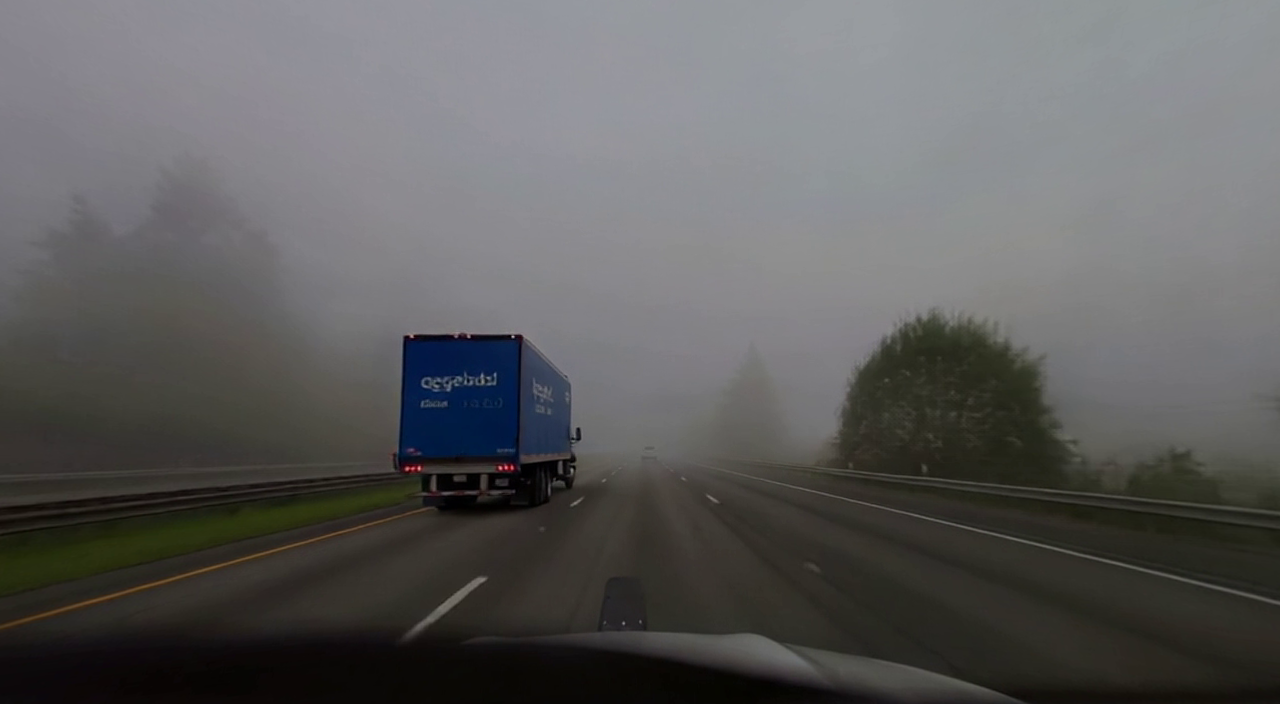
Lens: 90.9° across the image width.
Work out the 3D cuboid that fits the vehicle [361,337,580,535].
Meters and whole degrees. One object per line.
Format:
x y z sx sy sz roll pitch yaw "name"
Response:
-2.999 1.829 13.491 2.695 3.151 6.885 0 -9 0 "vehicle"
